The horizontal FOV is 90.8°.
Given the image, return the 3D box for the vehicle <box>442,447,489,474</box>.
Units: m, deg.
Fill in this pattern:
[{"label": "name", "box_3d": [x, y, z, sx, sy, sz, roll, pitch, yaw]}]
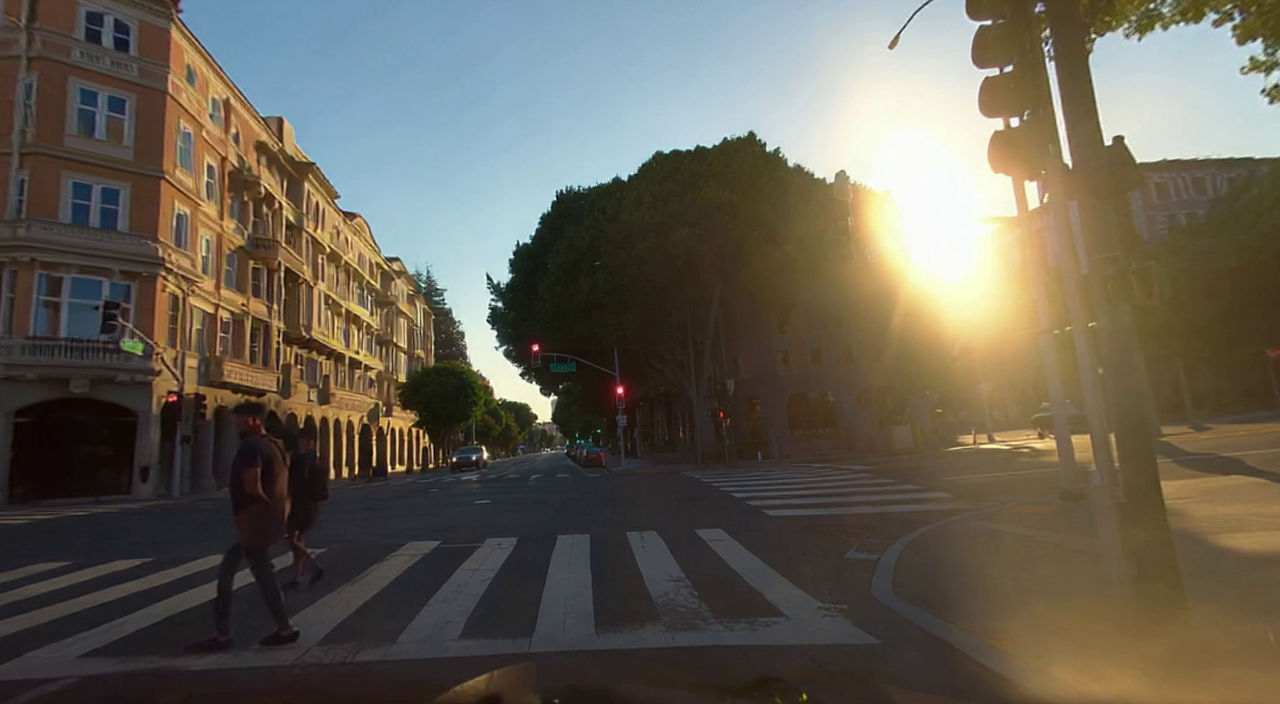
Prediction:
[{"label": "vehicle", "box_3d": [-10.444, 6.476, 38.107, 2.196, 1.503, 4.371, 1, -9, -8]}]
